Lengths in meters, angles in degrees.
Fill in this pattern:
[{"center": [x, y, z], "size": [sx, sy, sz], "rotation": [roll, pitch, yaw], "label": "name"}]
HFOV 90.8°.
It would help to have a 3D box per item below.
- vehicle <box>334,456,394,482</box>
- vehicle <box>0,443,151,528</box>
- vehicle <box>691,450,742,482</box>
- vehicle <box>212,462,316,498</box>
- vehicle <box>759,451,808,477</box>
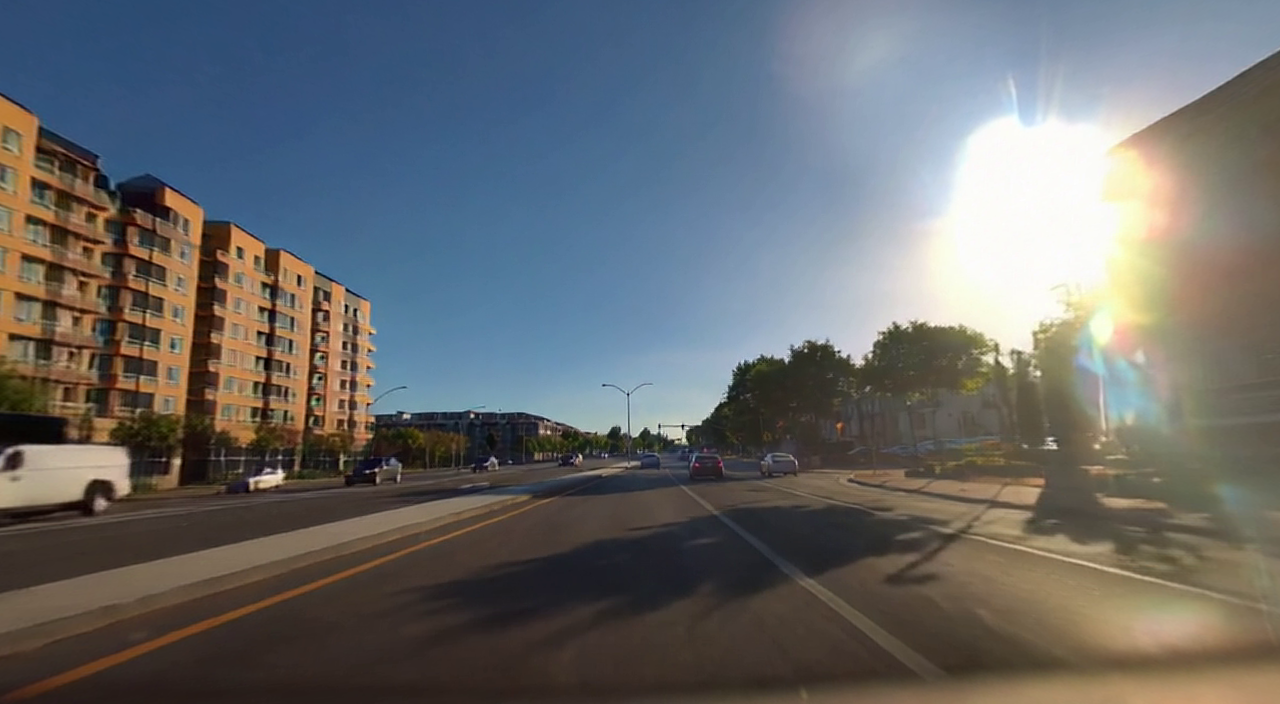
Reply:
[{"center": [-21.108, 8.974, 48.612], "size": [2.141, 1.809, 5.002], "rotation": [-1, -9, 3], "label": "vehicle"}, {"center": [-14.611, 3.083, 15.056], "size": [2.024, 1.798, 4.588], "rotation": [-1, -9, 3], "label": "vehicle"}, {"center": [3.774, 5.717, 32.011], "size": [2.020, 1.479, 4.650], "rotation": [0, -9, 0], "label": "vehicle"}, {"center": [-17.440, 5.913, 29.600], "size": [1.804, 1.421, 4.659], "rotation": [-1, -9, 3], "label": "vehicle"}, {"center": [8.389, 6.559, 37.271], "size": [1.932, 1.439, 4.159], "rotation": [0, -9, 0], "label": "vehicle"}]
